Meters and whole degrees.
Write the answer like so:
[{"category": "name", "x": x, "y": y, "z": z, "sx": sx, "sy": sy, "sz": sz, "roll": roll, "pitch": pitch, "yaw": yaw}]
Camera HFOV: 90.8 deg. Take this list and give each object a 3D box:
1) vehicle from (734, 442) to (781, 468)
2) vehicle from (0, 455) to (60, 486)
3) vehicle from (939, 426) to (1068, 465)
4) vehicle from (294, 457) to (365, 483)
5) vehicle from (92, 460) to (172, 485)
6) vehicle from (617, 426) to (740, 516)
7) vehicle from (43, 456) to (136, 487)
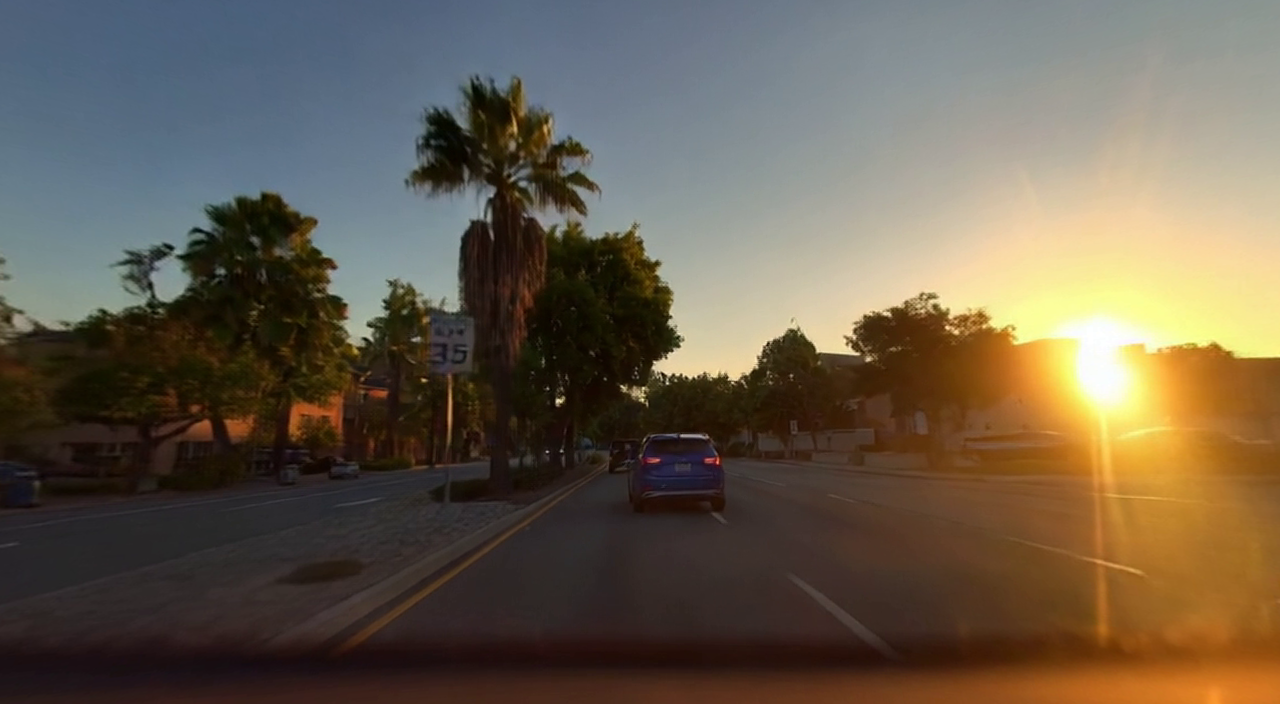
[{"category": "vehicle", "x": 6.981, "y": 6.151, "z": 37.934, "sx": 1.930, "sy": 1.457, "sz": 4.267, "roll": 0, "pitch": -8, "yaw": -1}, {"category": "vehicle", "x": -39.846, "y": 7.450, "z": 39.869, "sx": 1.979, "sy": 1.822, "sz": 4.659, "roll": 0, "pitch": -8, "yaw": 1}, {"category": "vehicle", "x": 20.468, "y": 5.305, "z": 35.778, "sx": 5.820, "sy": 1.968, "sz": 2.301, "roll": -1, "pitch": -9, "yaw": -3}, {"category": "vehicle", "x": -19.496, "y": 7.402, "z": 39.892, "sx": 1.848, "sy": 1.460, "sz": 4.641, "roll": -1, "pitch": -8, "yaw": 4}, {"category": "vehicle", "x": -31.425, "y": 7.441, "z": 39.222, "sx": 1.765, "sy": 1.417, "sz": 3.827, "roll": 0, "pitch": -8, "yaw": 0}, {"category": "vehicle", "x": 0.662, "y": 2.578, "z": 14.241, "sx": 2.239, "sy": 1.693, "sz": 4.301, "roll": 0, "pitch": -8, "yaw": -3}, {"category": "vehicle", "x": -34.240, "y": 7.442, "z": 39.463, "sx": 1.926, "sy": 1.722, "sz": 4.264, "roll": 0, "pitch": -8, "yaw": 0}]
